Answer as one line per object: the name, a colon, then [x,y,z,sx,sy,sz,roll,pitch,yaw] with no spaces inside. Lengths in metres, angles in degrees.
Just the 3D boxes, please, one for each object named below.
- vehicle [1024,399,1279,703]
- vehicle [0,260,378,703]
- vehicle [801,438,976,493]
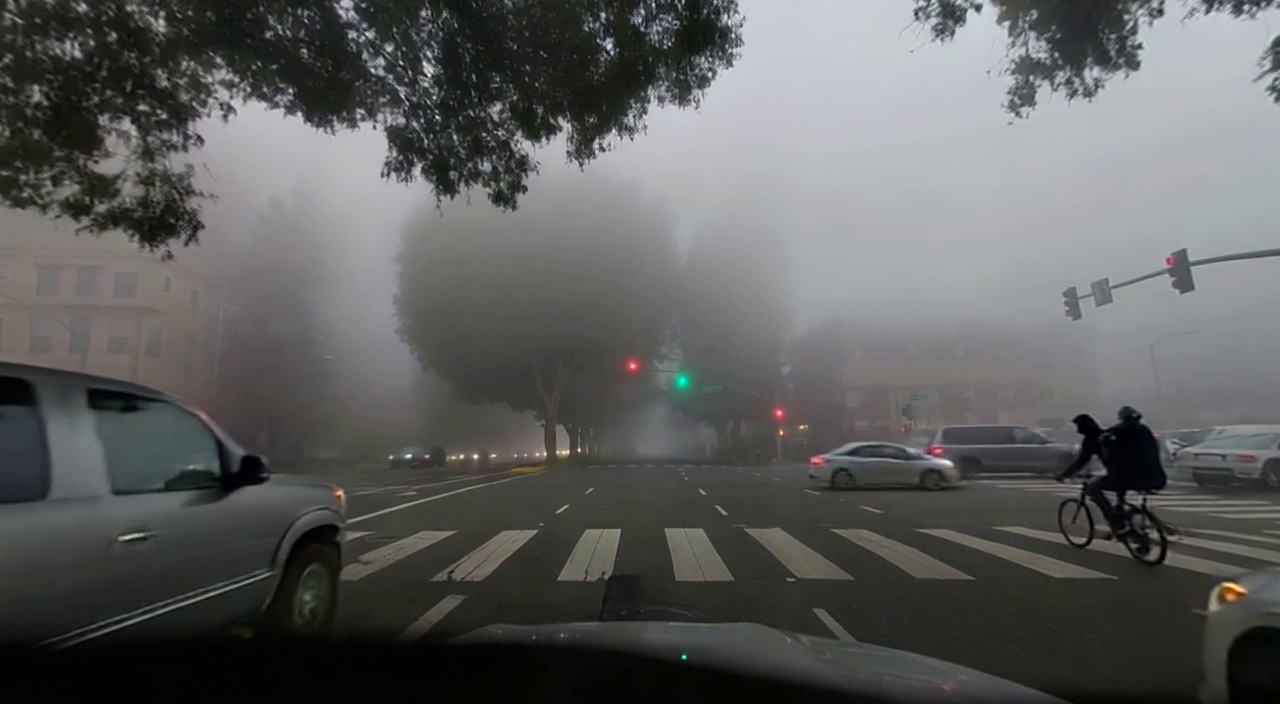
vehicle: [3.093,0.758,1.165,1.990,1.454,4.490,0,-8,1]
vehicle: [-3.252,0.714,2.519,2.231,1.898,4.985,0,-8,0]
vehicle: [6.519,2.970,16.753,4.050,1.304,1.921,-3,-9,21]
